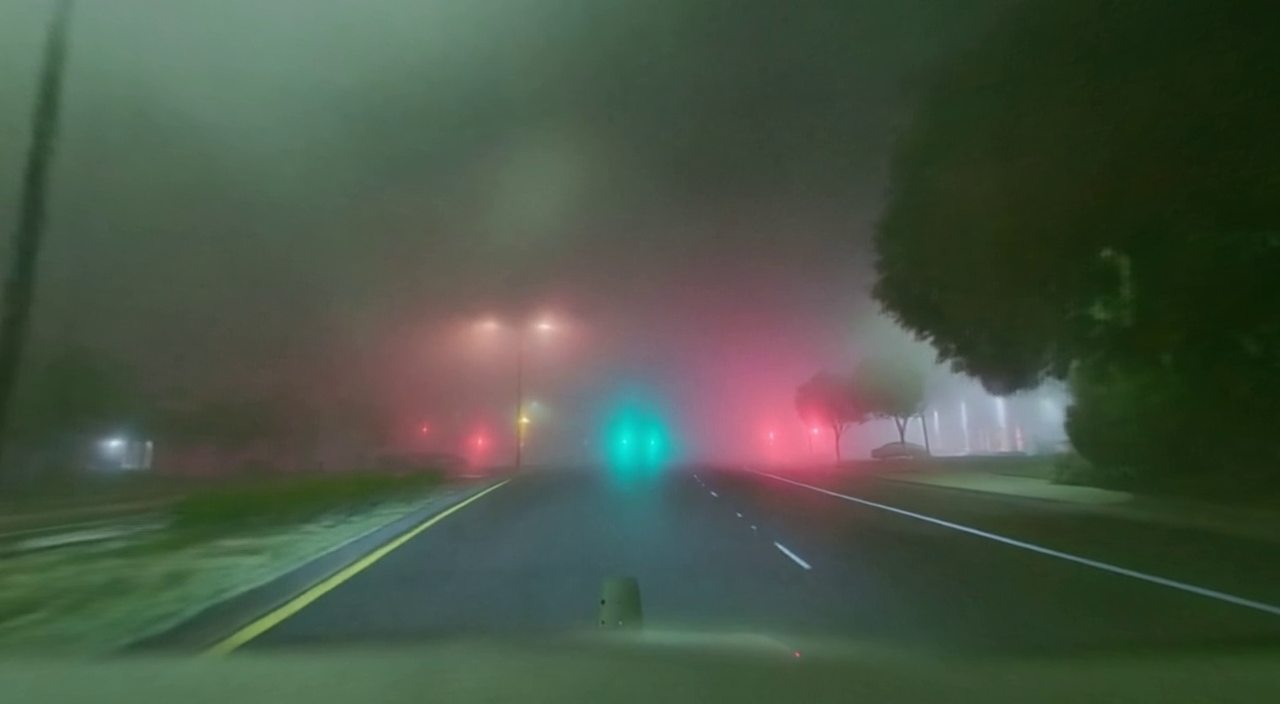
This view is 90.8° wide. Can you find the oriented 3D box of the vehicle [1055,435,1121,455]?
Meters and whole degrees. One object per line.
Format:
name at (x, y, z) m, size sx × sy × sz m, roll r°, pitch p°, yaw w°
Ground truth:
vehicle at (33.123, 6.920, 46.781) m, size 1.574 × 1.448 × 3.558 m, roll 3°, pitch -10°, yaw -21°
